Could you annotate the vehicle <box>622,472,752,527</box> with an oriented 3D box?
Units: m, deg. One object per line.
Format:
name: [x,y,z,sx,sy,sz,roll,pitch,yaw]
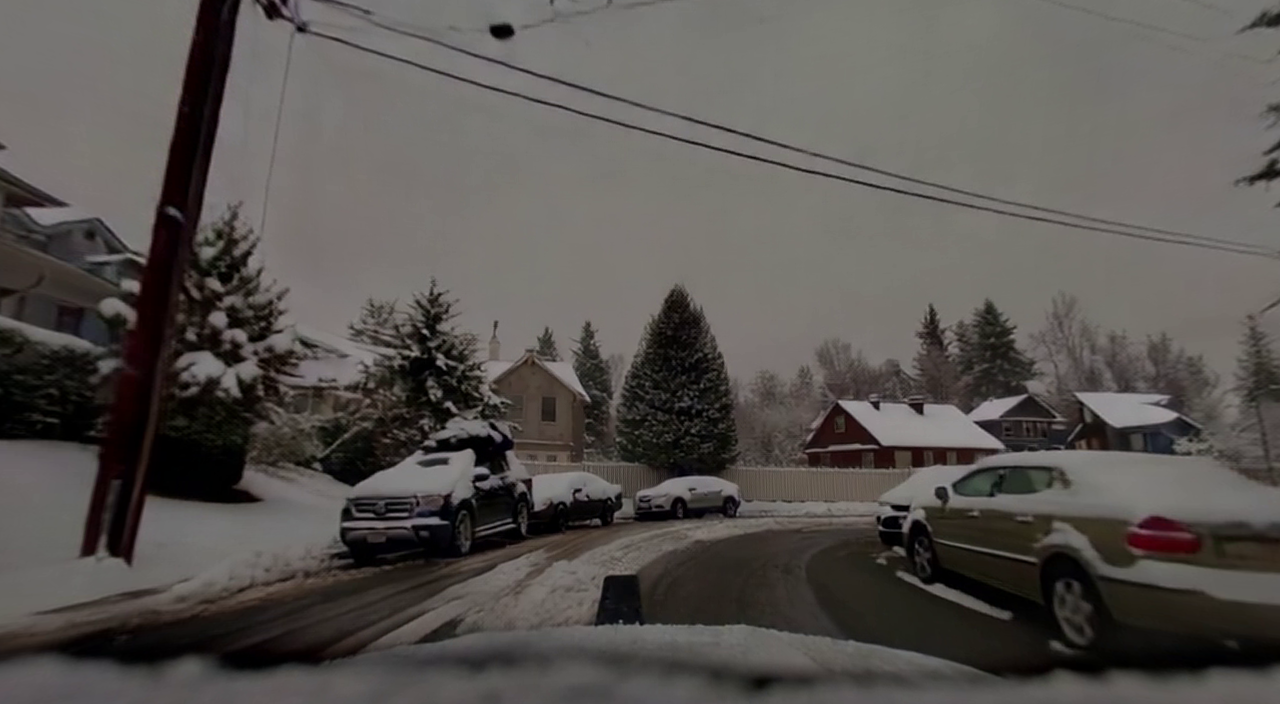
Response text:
vehicle: [1.694,5.087,22.218,4.217,1.547,2.082,6,-10,-36]

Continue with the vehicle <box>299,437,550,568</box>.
vehicle: [-3.416,2.649,11.419,2.247,1.702,5.043,-4,-12,7]

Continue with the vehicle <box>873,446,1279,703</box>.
vehicle: [3.893,1.576,5.568,1.910,1.477,4.569,0,-8,0]
